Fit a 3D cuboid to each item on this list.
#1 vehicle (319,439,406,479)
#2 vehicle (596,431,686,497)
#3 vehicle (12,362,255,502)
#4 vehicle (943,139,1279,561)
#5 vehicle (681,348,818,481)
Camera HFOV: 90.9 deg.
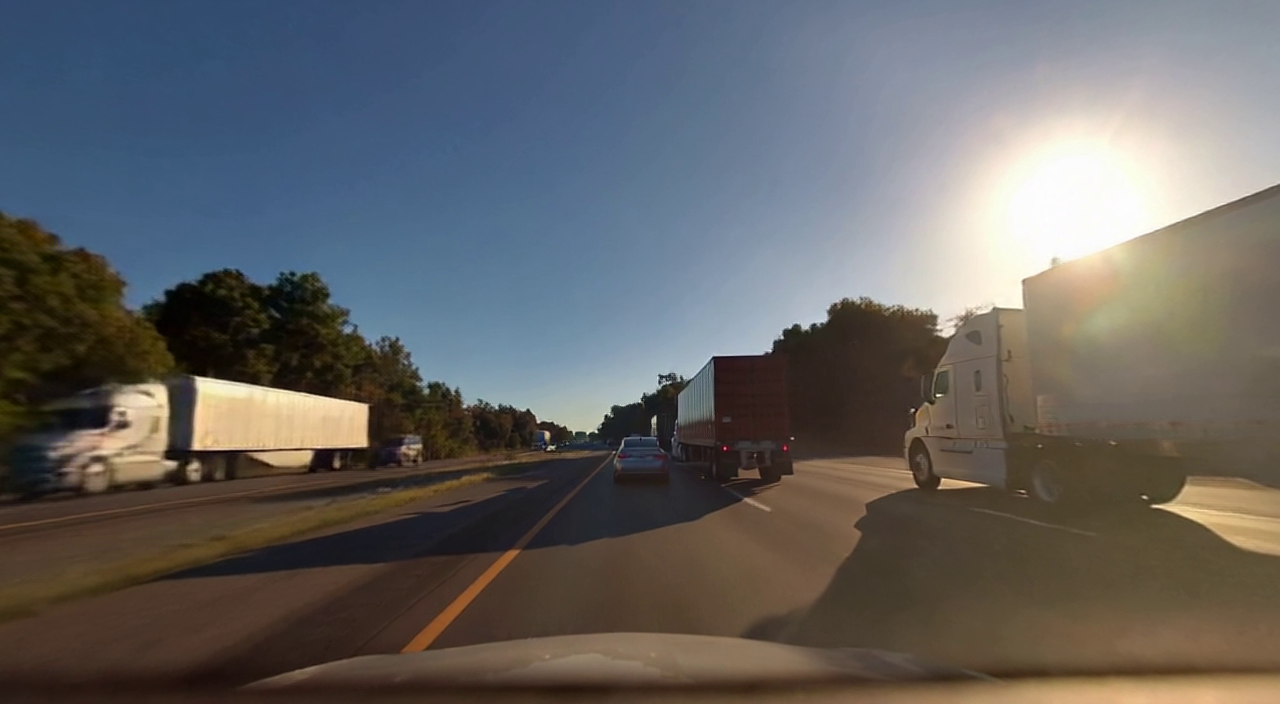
[{"bbox_3d":[-11.797,4.545,27.082,1.940,1.540,3.989,0,-8,0],"label":"vehicle"},{"bbox_3d":[-0.029,2.796,16.224,2.038,1.477,3.773,0,-8,-2],"label":"vehicle"},{"bbox_3d":[-16.468,2.696,21.276,2.903,4.010,6.212,0,-8,-1],"label":"vehicle"},{"bbox_3d":[8.156,-0.078,6.121,3.110,4.308,14.260,0,-8,-1],"label":"vehicle"},{"bbox_3d":[3.825,2.853,26.603,2.888,4.099,14.183,0,-8,-1],"label":"vehicle"}]
